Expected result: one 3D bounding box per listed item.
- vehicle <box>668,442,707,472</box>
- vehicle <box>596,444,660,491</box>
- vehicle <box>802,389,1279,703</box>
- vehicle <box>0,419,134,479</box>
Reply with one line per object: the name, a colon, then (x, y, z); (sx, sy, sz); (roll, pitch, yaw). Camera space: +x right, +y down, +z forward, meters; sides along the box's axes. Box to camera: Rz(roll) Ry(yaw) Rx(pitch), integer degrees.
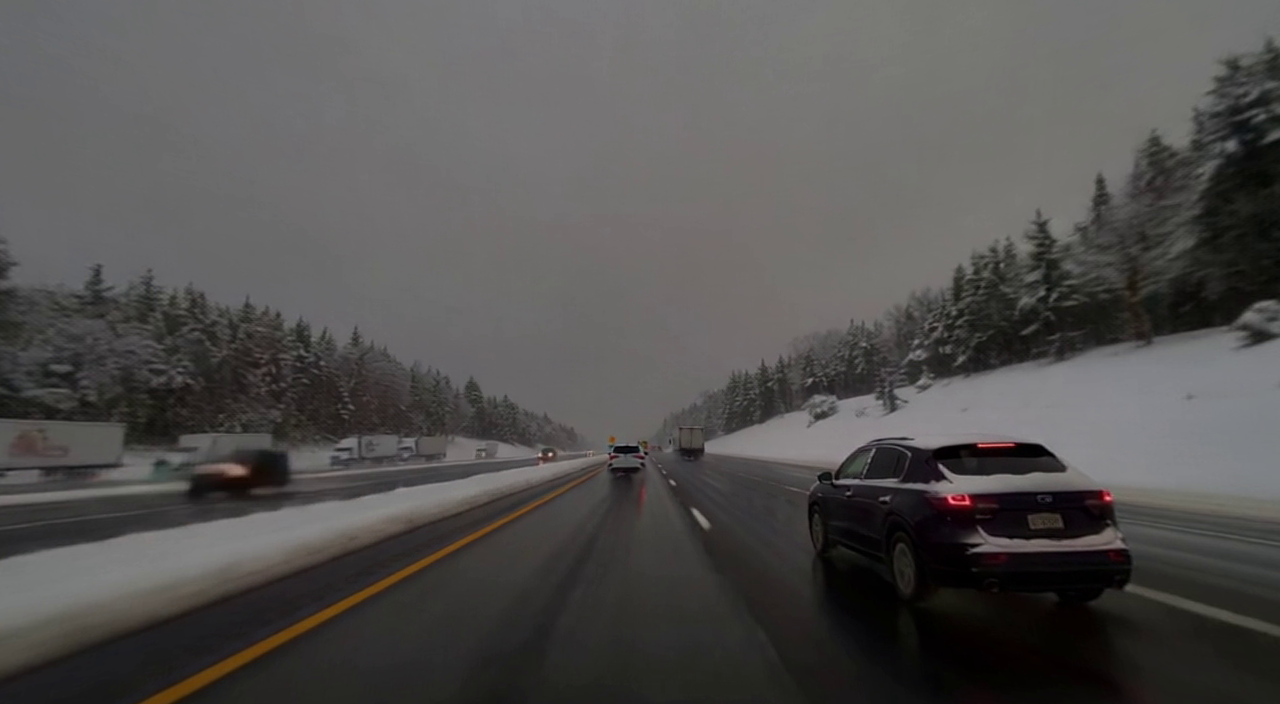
vehicle: (2.813, 6.405, 38.568); (2.048, 1.704, 4.284); (0, -9, 0)
vehicle: (-0.402, 3.884, 21.474); (1.970, 1.441, 3.846); (0, -9, -1)
vehicle: (2.996, 1.291, 5.125); (1.997, 1.534, 4.664); (0, -9, -1)
vehicle: (-36.745, 5.446, 35.322); (2.760, 3.231, 16.626); (0, -9, 2)
